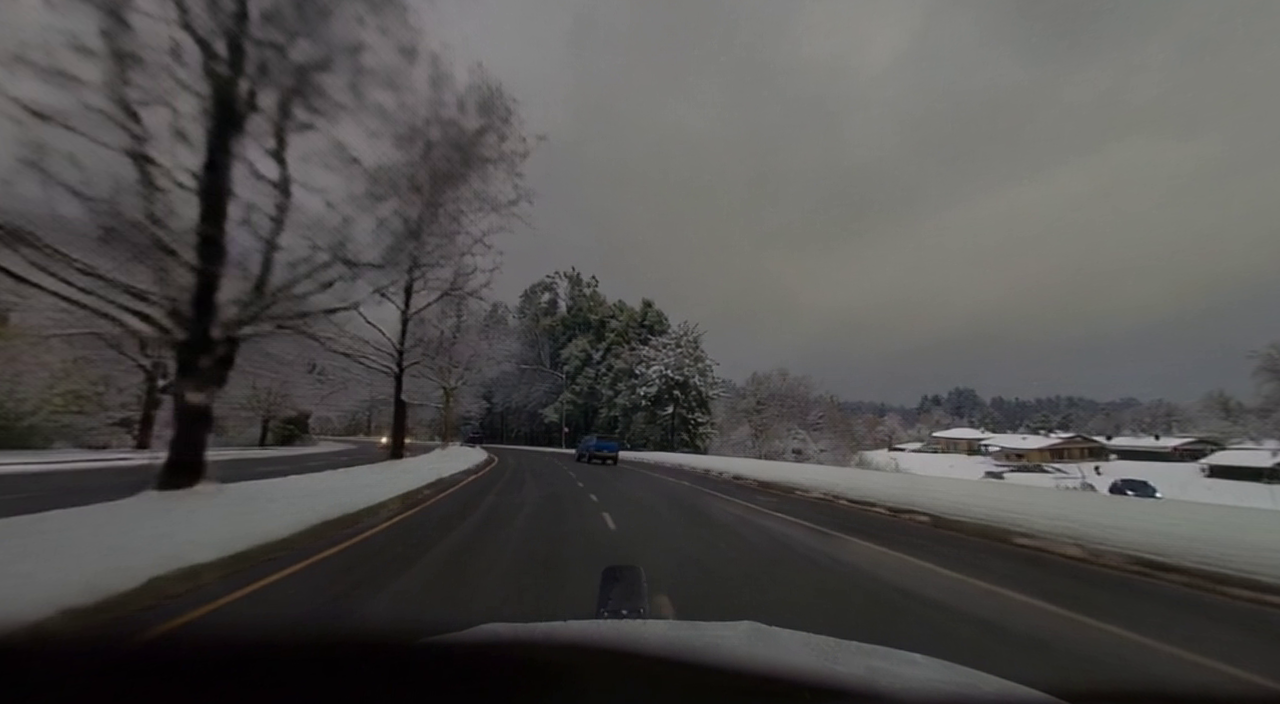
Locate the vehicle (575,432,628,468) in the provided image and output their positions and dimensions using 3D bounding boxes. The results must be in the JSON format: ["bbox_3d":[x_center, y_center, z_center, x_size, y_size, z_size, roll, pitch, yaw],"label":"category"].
[{"bbox_3d":[-2.210,5.396,34.656,2.166,1.828,4.607,2,-9,-13],"label":"vehicle"}]

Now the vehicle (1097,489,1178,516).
[{"bbox_3d":[37.145,11.202,46.919,4.607,1.572,1.763,-6,-11,40],"label":"vehicle"}]
